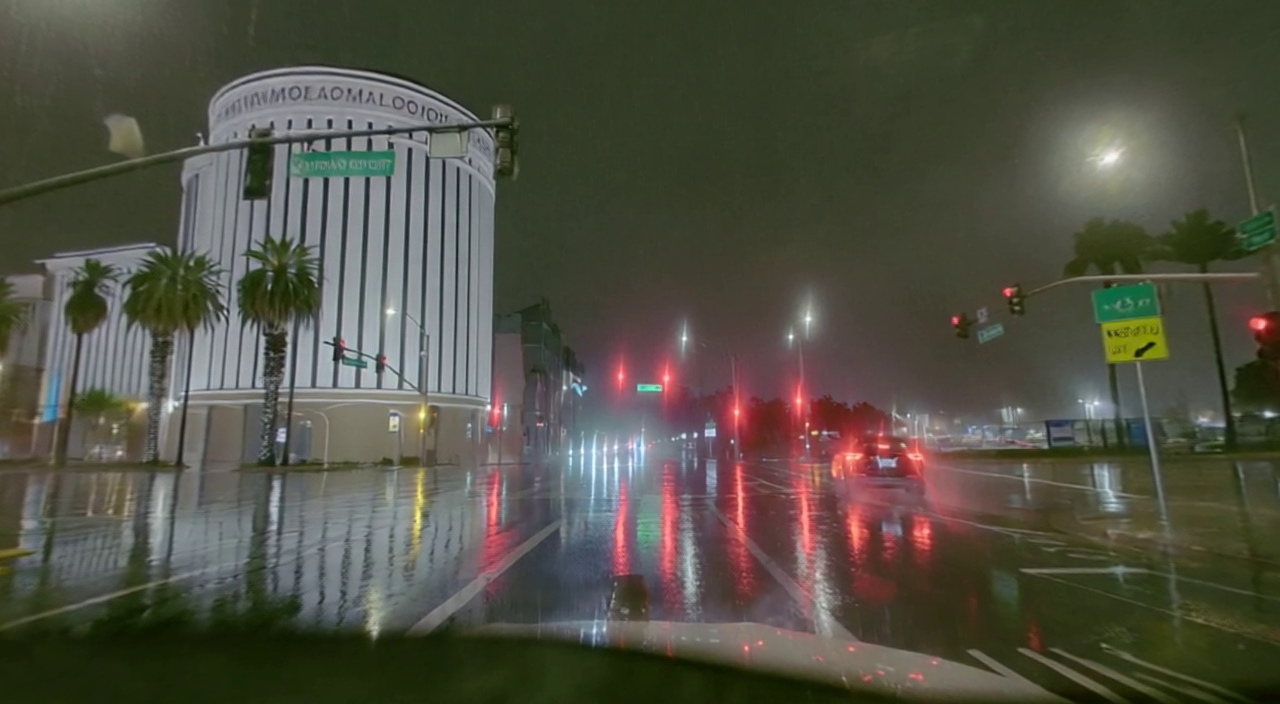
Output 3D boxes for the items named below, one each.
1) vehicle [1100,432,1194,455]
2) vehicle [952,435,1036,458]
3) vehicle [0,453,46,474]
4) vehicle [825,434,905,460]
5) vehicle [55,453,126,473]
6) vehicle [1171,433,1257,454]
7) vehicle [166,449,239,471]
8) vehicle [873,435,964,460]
[{"bbox_3d":[33.361,6.023,41.549,4.567,1.458,1.791,0,-8,0],"label":"vehicle"},{"bbox_3d":[23.506,6.292,41.952,4.423,1.465,1.798,0,-8,0],"label":"vehicle"},{"bbox_3d":[-48.061,8.490,48.070,3.786,1.555,1.702,0,-8,2],"label":"vehicle"},{"bbox_3d":[14.999,6.382,42.193,4.648,1.665,1.910,0,-8,-1],"label":"vehicle"},{"bbox_3d":[-41.748,8.416,47.948,3.698,1.467,1.779,0,-8,0],"label":"vehicle"},{"bbox_3d":[42.097,6.733,46.263,4.437,1.469,1.811,0,-8,0],"label":"vehicle"},{"bbox_3d":[-33.244,8.194,47.938,4.136,1.661,1.857,0,-8,0],"label":"vehicle"},{"bbox_3d":[16.907,5.797,38.441,4.684,1.461,1.777,0,-8,-1],"label":"vehicle"}]
